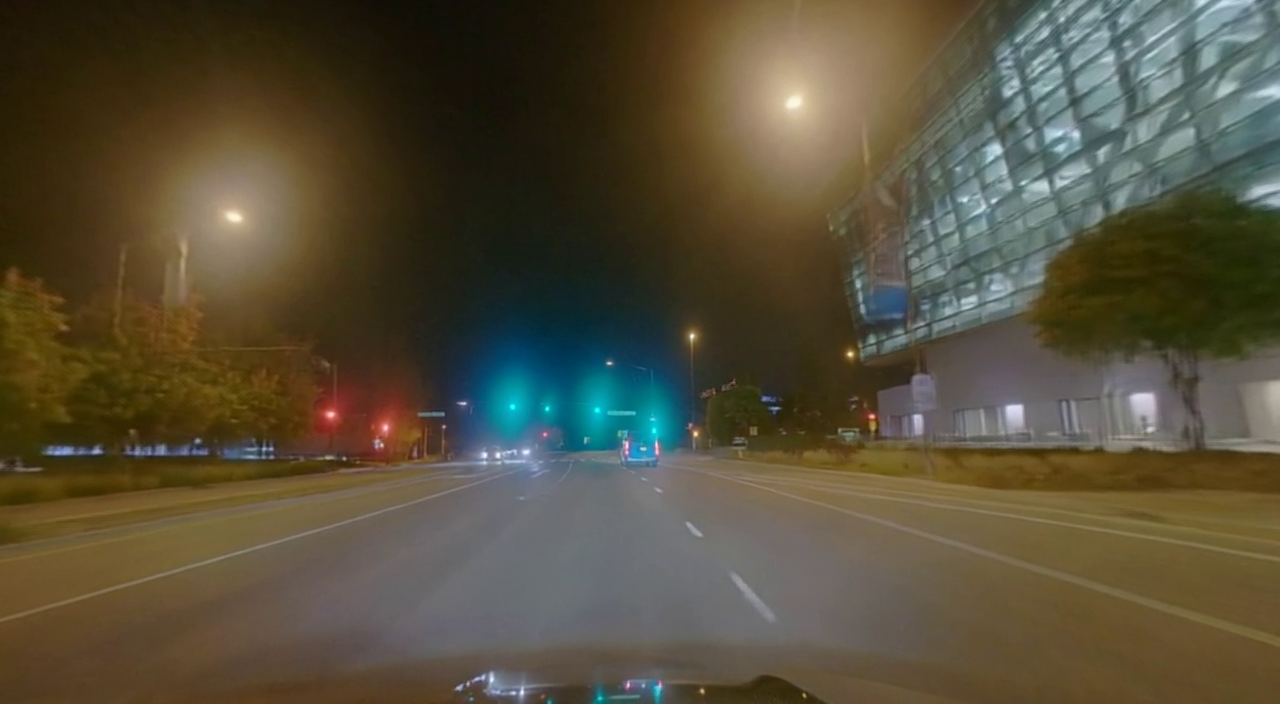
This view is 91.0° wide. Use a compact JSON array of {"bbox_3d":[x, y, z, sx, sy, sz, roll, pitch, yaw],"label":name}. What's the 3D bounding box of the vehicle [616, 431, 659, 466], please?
[{"bbox_3d":[-0.258,6.607,43.410,2.339,2.244,4.817,1,-8,-8],"label":"vehicle"}]
